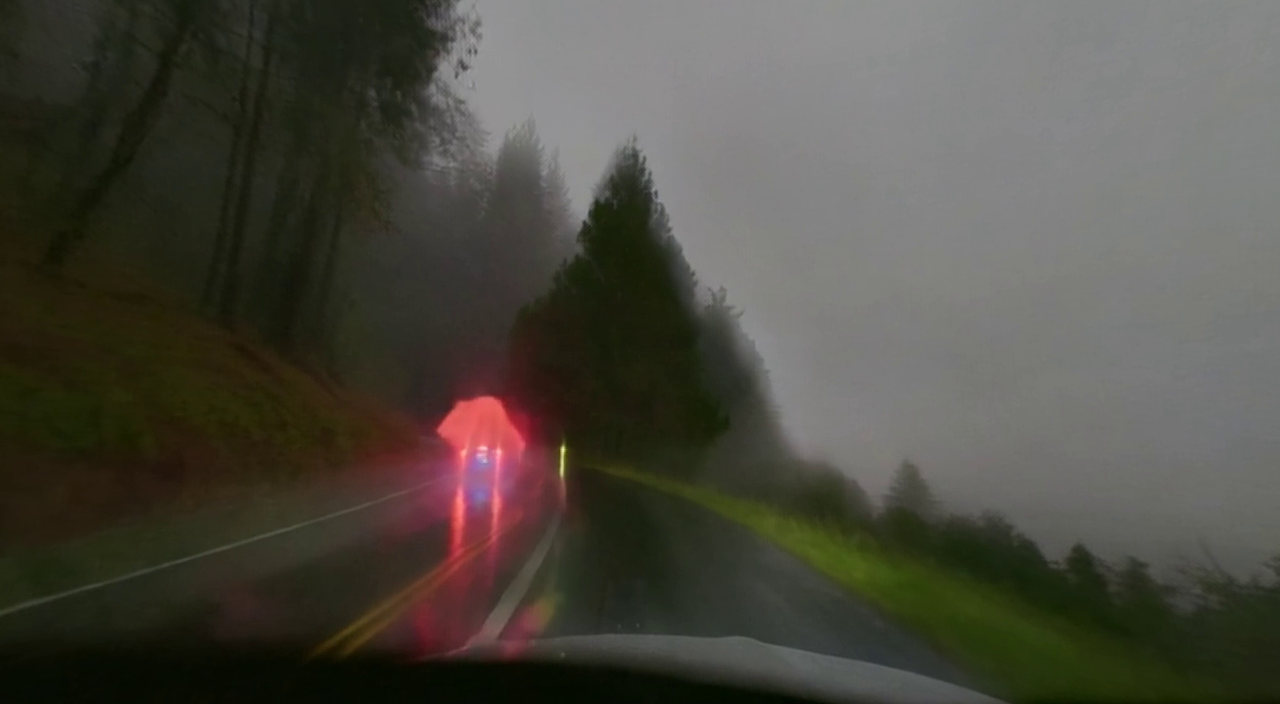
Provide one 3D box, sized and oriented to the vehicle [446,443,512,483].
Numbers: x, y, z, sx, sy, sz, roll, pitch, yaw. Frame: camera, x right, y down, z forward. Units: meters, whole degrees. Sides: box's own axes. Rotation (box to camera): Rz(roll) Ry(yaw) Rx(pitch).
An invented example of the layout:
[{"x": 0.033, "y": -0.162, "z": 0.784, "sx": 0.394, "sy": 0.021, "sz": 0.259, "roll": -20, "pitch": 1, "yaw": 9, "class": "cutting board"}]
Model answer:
[{"x": -6.517, "y": 4.512, "z": 26.059, "sx": 2.042, "sy": 1.483, "sz": 4.288, "roll": 1, "pitch": -9, "yaw": -7, "class": "vehicle"}]
